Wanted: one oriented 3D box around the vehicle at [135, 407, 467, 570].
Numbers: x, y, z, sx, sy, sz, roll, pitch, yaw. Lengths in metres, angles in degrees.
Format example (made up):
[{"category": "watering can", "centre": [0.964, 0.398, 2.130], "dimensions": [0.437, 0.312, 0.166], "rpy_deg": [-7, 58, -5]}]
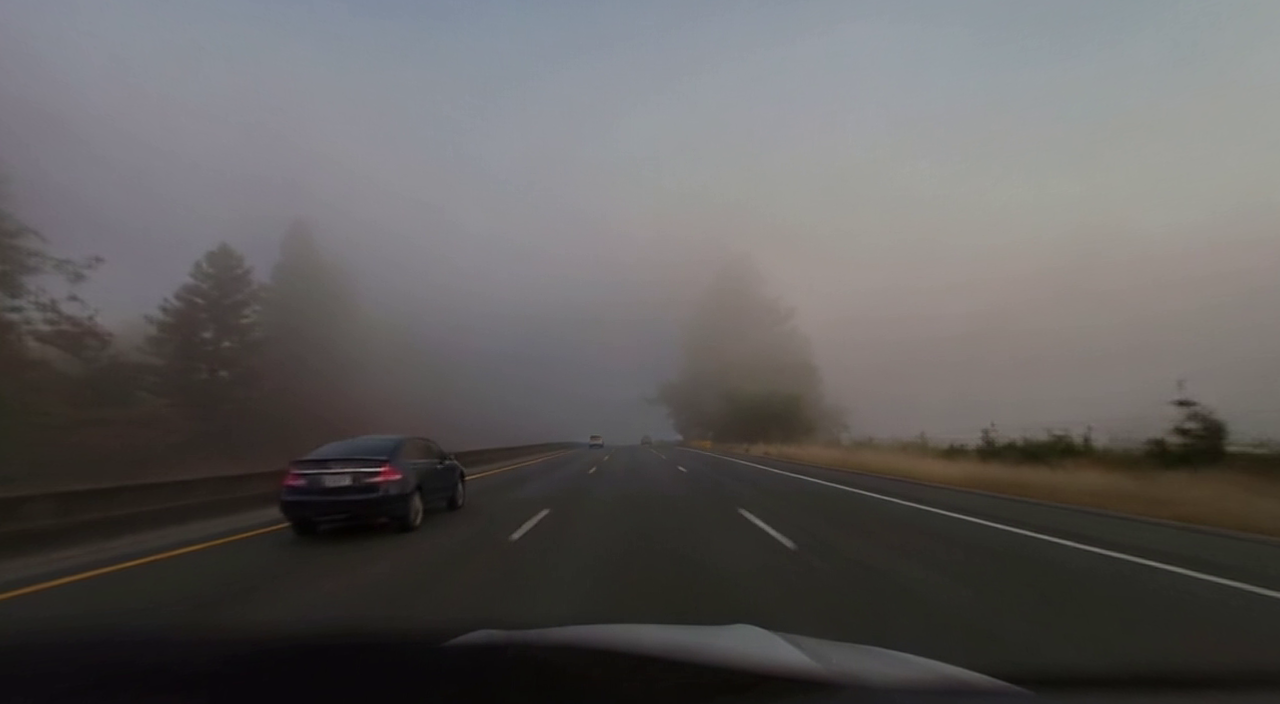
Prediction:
[{"category": "vehicle", "centre": [-4.149, 1.725, 8.824], "dimensions": [2.185, 1.677, 4.390], "rpy_deg": [0, -8, 0]}]
